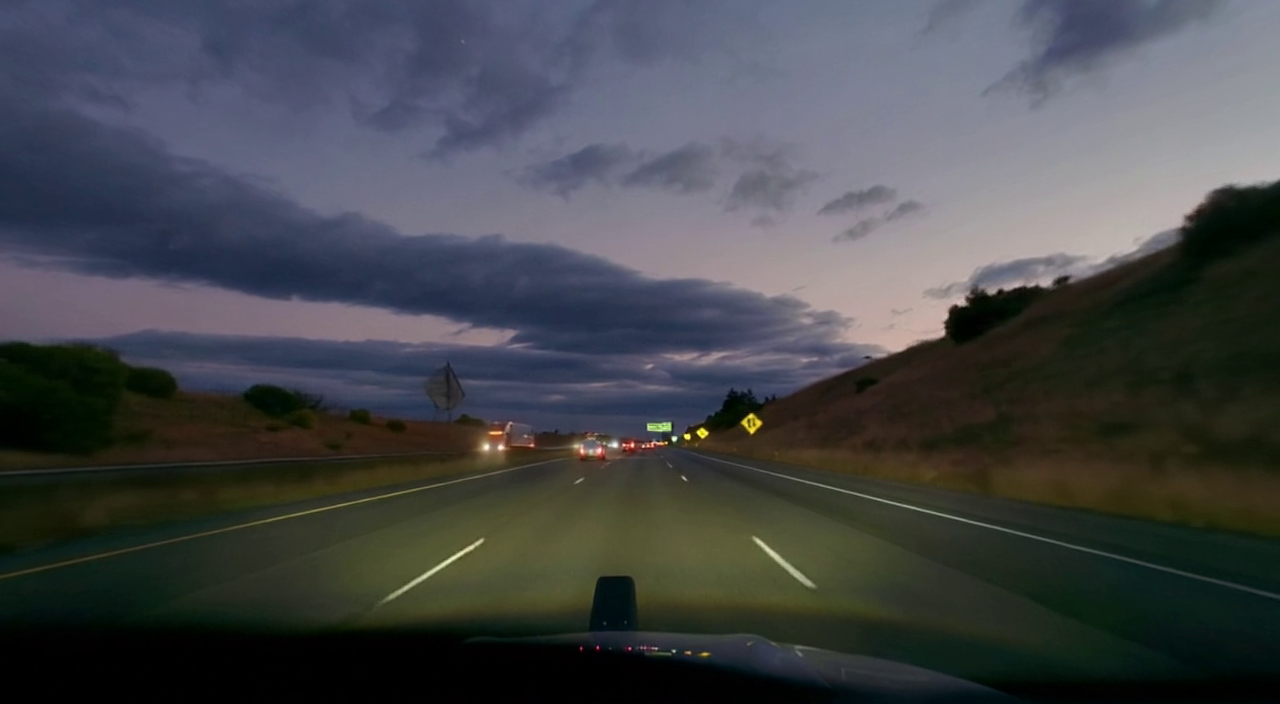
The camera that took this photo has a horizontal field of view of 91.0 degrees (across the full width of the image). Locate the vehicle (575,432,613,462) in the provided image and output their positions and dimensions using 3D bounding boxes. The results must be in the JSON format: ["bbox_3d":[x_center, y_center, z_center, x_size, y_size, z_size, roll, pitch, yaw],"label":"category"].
[{"bbox_3d":[-3.236,6.780,44.873,2.286,2.011,4.452,0,-8,1],"label":"vehicle"}]
